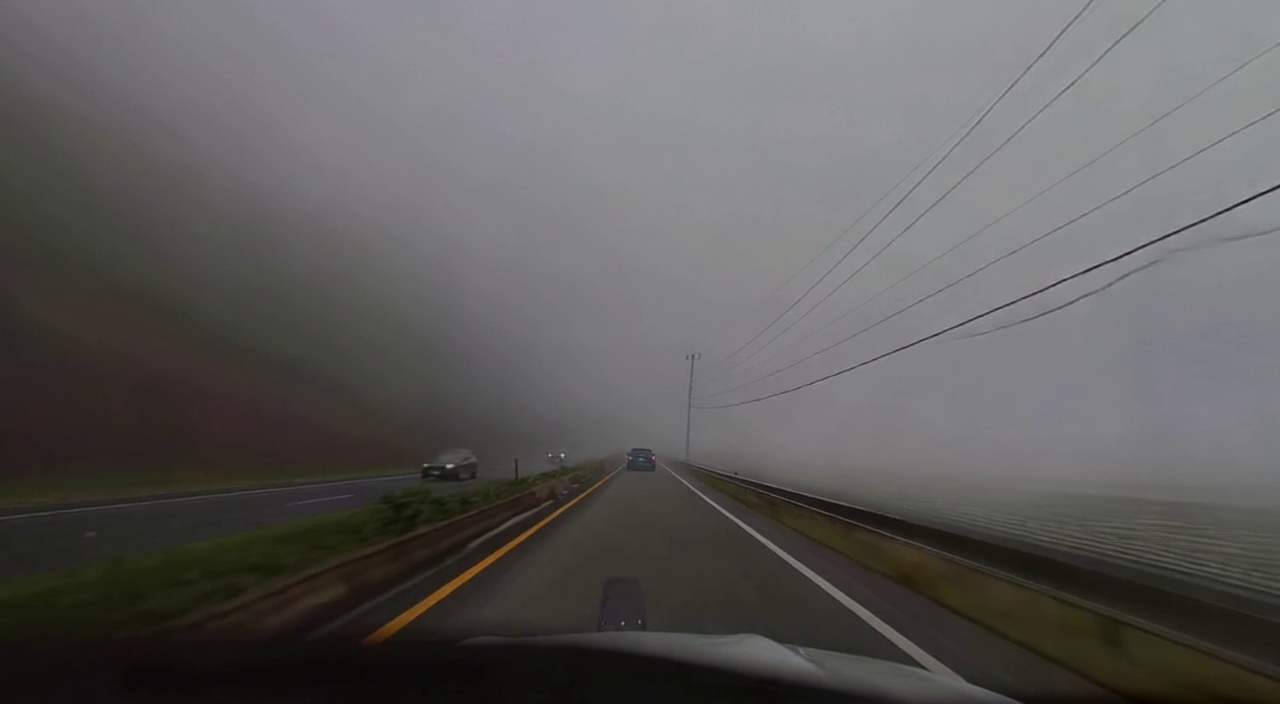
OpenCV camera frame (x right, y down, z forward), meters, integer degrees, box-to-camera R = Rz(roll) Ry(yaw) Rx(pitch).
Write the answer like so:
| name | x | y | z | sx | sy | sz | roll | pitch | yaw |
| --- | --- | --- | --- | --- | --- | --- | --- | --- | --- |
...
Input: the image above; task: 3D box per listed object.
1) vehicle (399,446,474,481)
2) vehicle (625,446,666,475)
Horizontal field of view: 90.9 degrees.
| name | x | y | z | sx | sy | sz | roll | pitch | yaw |
| --- | --- | --- | --- | --- | --- | --- | --- | --- | --- |
| vehicle | -9.496 | 5.239 | 29.870 | 1.958 | 1.515 | 4.791 | 0 | -9 | 0 |
| vehicle | 0.267 | 5.945 | 34.565 | 2.080 | 1.486 | 3.813 | 0 | -9 | 0 |
